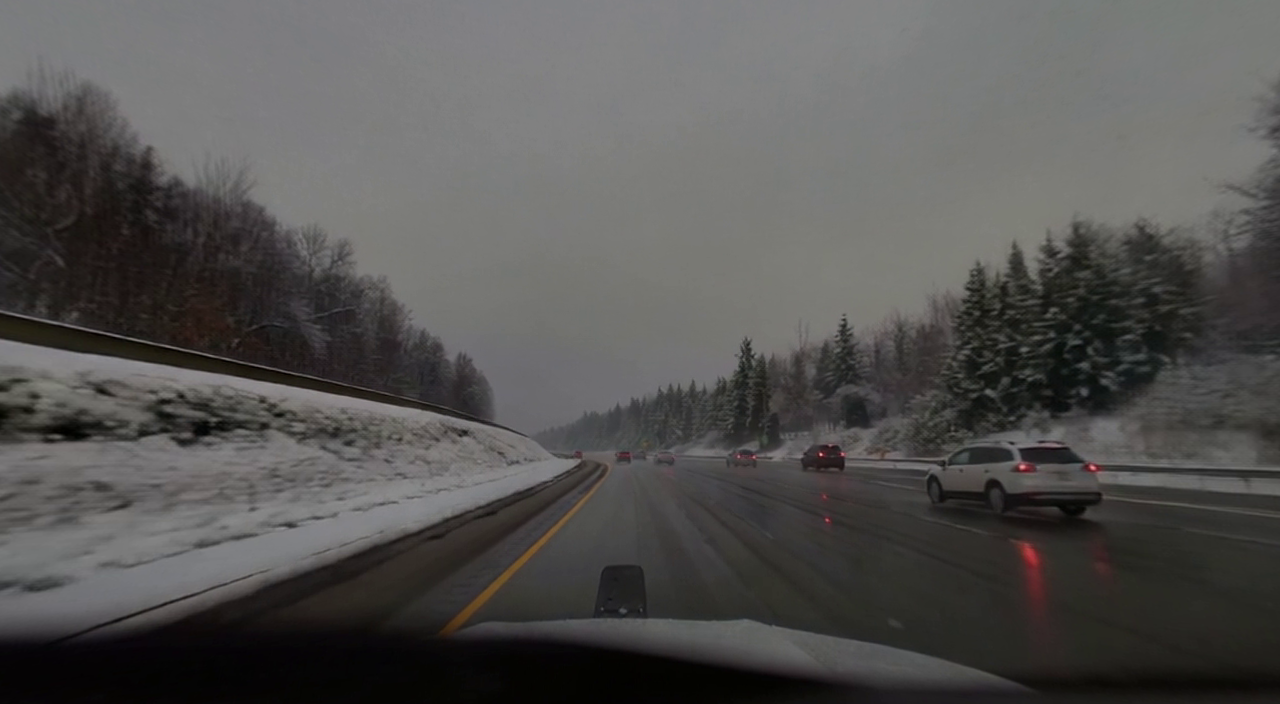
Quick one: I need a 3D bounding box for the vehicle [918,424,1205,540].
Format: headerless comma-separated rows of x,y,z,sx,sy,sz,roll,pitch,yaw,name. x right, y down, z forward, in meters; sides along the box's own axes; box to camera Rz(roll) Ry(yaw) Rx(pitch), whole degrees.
7.328,2.283,11.738,2.048,1.697,4.689,0,-8,-1,vehicle

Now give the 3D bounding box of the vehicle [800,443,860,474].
10.610,5.947,35.366,1.986,1.644,4.126,1,-8,-2,vehicle

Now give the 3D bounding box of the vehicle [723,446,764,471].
6.656,6.853,40.648,1.940,1.482,3.644,1,-8,-2,vehicle
